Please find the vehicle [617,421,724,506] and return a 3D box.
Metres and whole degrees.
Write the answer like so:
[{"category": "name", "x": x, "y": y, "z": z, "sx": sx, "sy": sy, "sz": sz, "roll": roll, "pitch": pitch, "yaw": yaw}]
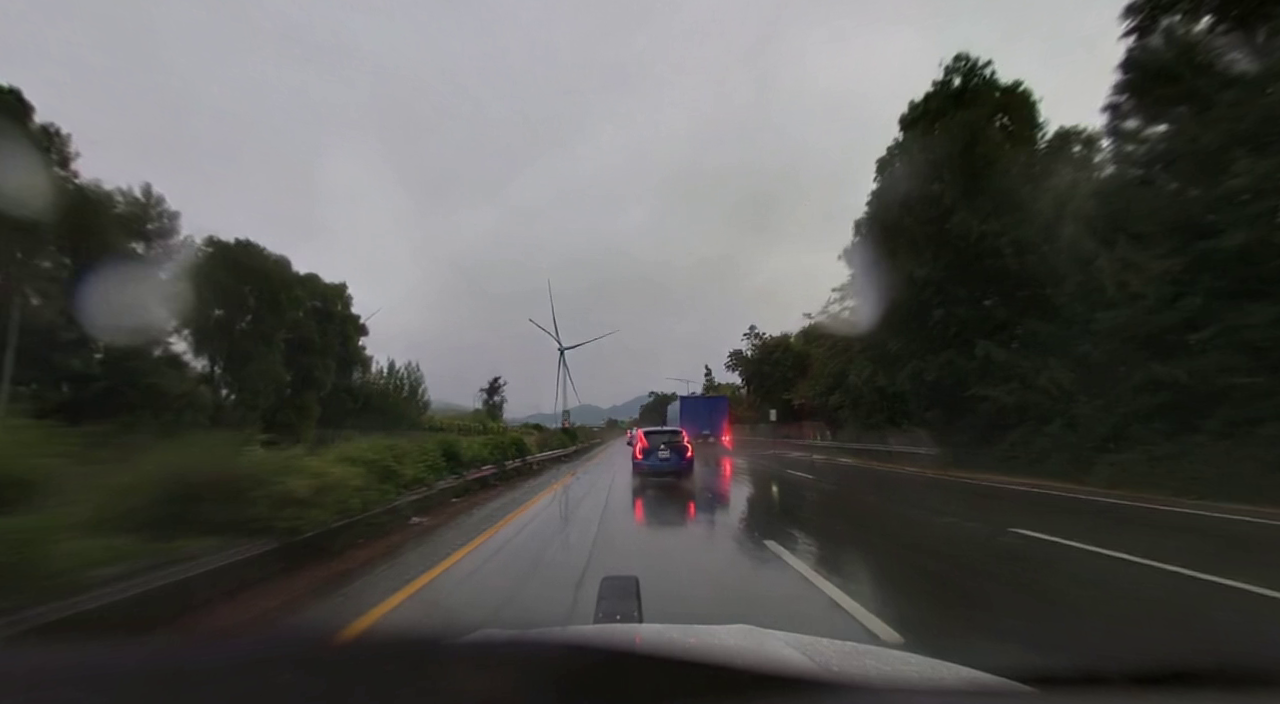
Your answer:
[{"category": "vehicle", "x": 0.508, "y": 2.440, "z": 14.372, "sx": 2.038, "sy": 1.624, "sz": 4.312, "roll": 0, "pitch": -8, "yaw": -3}]
